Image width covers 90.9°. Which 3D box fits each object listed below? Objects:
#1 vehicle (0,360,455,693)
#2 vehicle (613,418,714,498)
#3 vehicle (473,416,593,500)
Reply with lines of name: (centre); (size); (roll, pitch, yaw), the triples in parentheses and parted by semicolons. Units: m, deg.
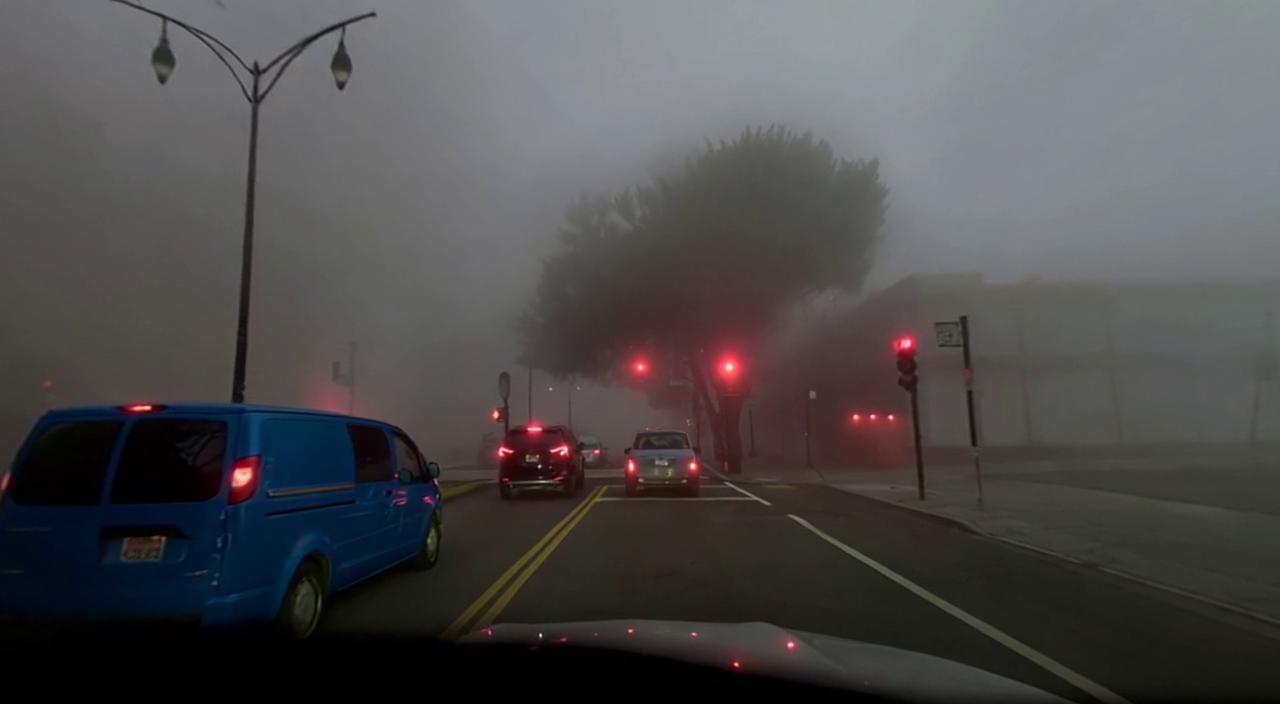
vehicle: (-3.090, 1.170, 5.250); (1.940, 1.722, 3.823); (0, -8, 0)
vehicle: (0.555, 2.622, 15.890); (2.205, 1.727, 3.917); (0, -8, 1)
vehicle: (-2.487, 2.613, 15.909); (2.124, 1.799, 4.587); (0, -8, 1)
